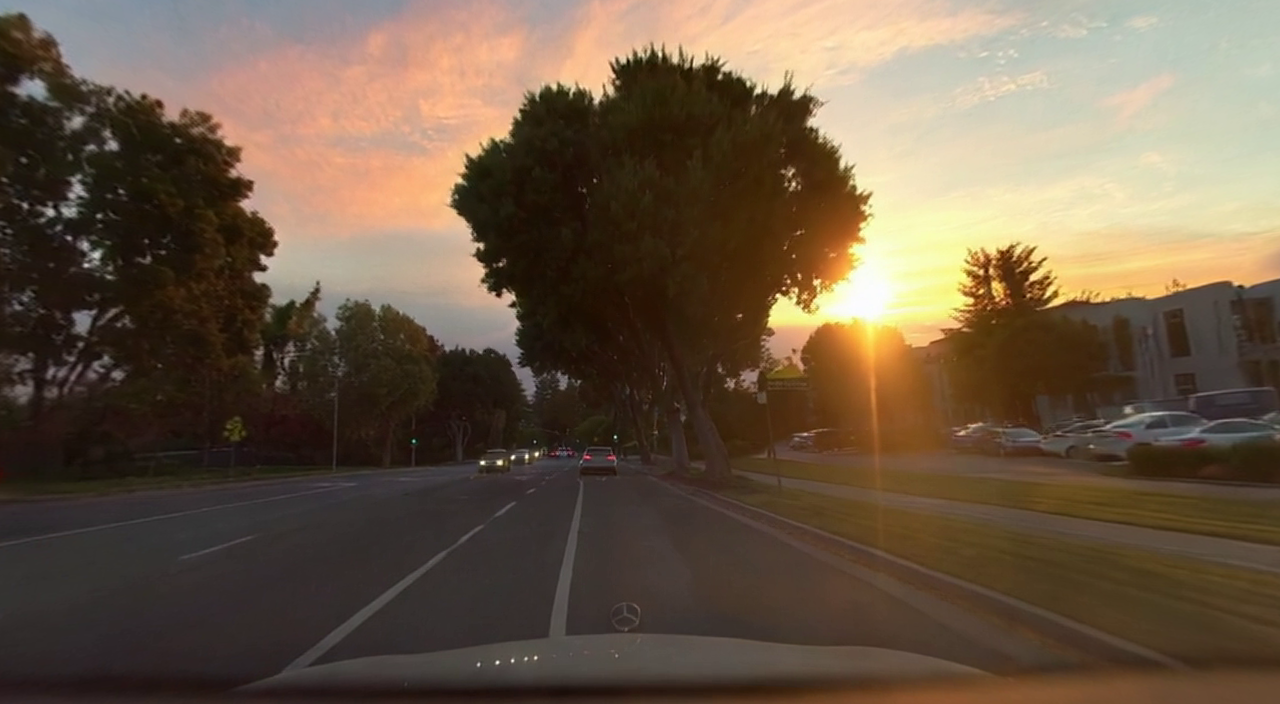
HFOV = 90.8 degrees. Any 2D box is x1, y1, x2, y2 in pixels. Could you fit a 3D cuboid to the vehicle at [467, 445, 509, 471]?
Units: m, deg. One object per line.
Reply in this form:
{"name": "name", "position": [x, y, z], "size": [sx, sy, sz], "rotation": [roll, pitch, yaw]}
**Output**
{"name": "vehicle", "position": [-10.516, 7.358, 44.043], "size": [2.049, 1.723, 4.310], "rotation": [0, -9, -4]}

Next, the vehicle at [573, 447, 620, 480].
{"name": "vehicle", "position": [-2.073, 5.300, 30.349], "size": [2.111, 1.466, 4.223], "rotation": [0, -9, -3]}
